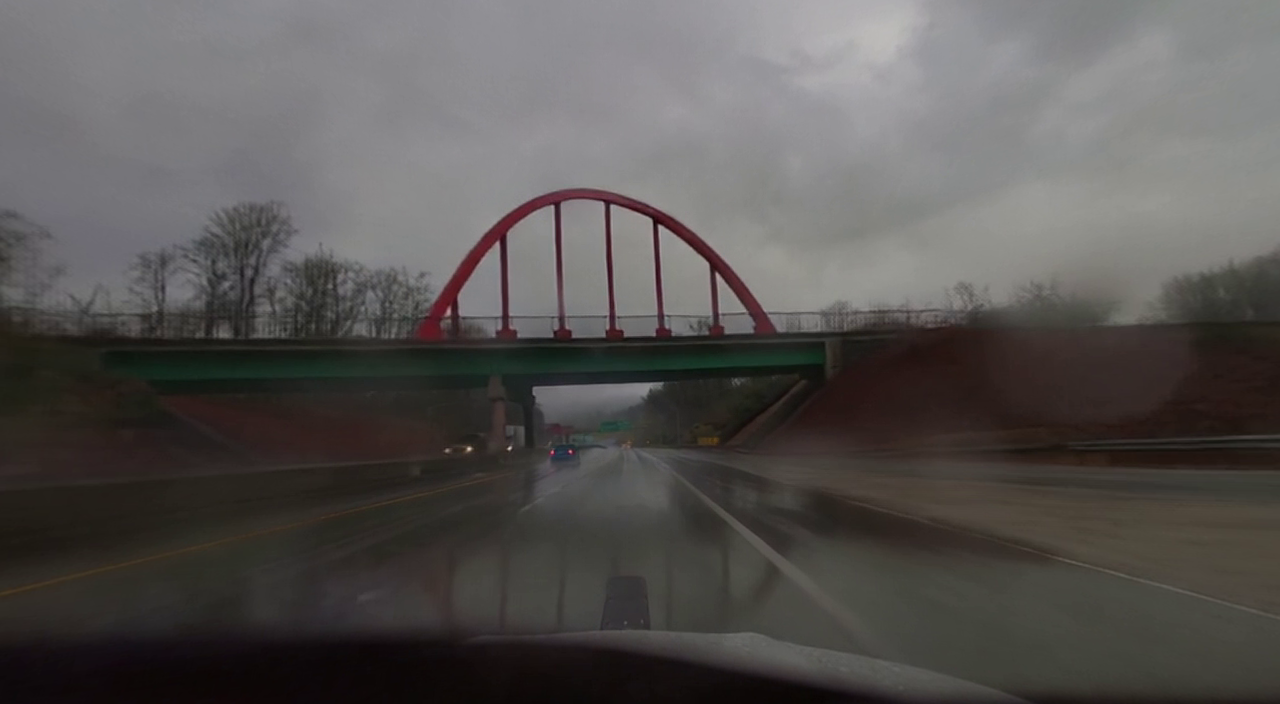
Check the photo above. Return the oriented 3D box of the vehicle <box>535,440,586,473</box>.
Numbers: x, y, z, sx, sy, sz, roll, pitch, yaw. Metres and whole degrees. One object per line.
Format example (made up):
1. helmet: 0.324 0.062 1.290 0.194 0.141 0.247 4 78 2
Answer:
1. vehicle: -4.025 5.385 32.607 2.052 1.556 4.405 0 -8 0

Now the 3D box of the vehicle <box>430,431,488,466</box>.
1. vehicle: -12.624 6.760 44.160 2.373 2.306 5.492 0 -8 1
